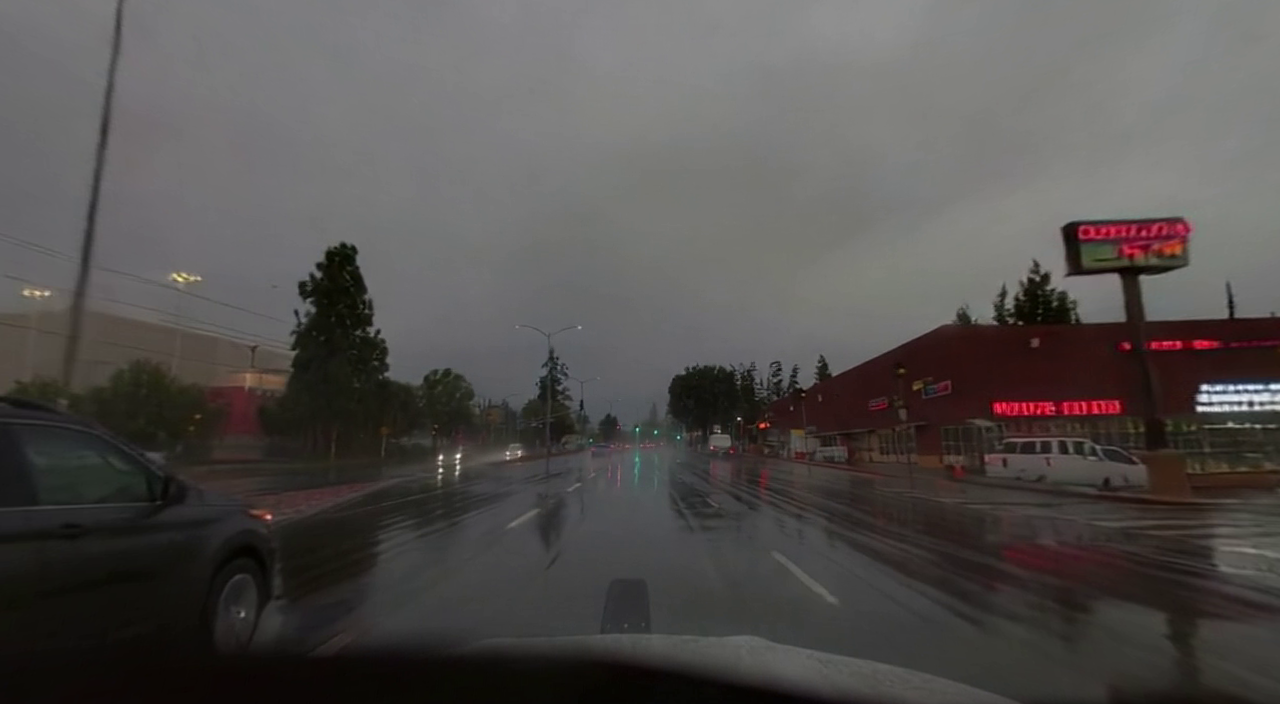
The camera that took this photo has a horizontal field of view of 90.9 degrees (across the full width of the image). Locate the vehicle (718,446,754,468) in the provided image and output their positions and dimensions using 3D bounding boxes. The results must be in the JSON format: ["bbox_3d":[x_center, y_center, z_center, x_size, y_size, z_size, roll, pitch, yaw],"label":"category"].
[{"bbox_3d":[6.796,7.470,44.960,1.888,1.425,4.547,0,-8,0],"label":"vehicle"}]

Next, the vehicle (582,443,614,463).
[{"bbox_3d":[-3.094,7.520,47.126,2.005,1.446,4.265,0,-8,1],"label":"vehicle"}]

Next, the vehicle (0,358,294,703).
[{"bbox_3d":[-3.525,0.853,2.520,1.983,1.635,3.957,0,-8,0],"label":"vehicle"}]

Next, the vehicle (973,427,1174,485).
[{"bbox_3d":[15.820,3.734,23.396,1.691,1.670,5.790,0,-4,-39],"label":"vehicle"}]

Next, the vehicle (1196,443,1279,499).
[{"bbox_3d":[20.512,3.935,21.332,2.102,1.673,4.947,-8,-12,44],"label":"vehicle"}]
